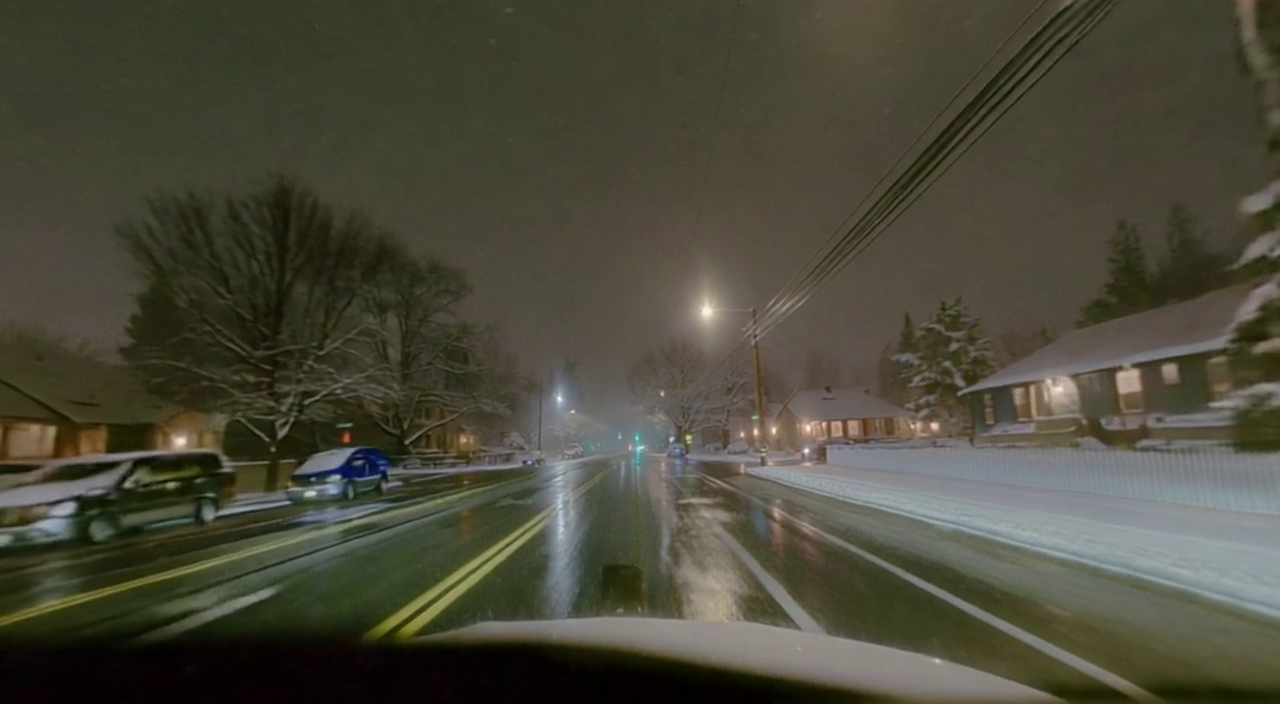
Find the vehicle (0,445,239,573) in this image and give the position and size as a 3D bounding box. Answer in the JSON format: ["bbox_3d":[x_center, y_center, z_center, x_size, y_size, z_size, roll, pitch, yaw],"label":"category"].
[{"bbox_3d":[-11.079,2.945,12.782,2.341,1.835,5.570,-3,-7,0],"label":"vehicle"}]

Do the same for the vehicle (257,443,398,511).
[{"bbox_3d":[-11.119,4.405,23.081,2.241,1.944,5.709,-4,-8,0],"label":"vehicle"}]

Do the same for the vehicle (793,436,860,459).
[{"bbox_3d":[14.369,7.349,48.849,4.635,1.706,1.954,0,-8,3],"label":"vehicle"}]
